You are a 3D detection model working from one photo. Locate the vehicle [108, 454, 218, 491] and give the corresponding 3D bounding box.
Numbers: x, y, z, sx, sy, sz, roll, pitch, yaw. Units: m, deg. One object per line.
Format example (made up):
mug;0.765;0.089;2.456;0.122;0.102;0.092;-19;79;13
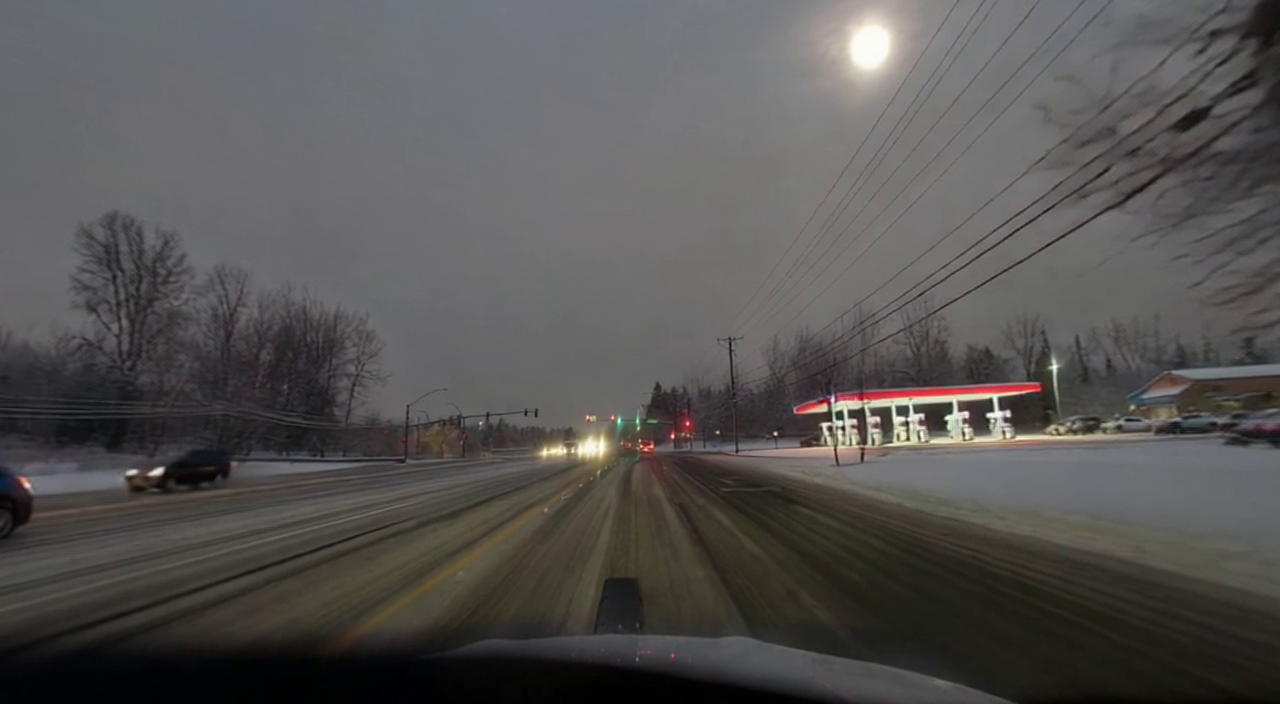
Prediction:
vehicle;-24.563;6.178;32.777;2.210;1.716;4.539;0;-9;-1
